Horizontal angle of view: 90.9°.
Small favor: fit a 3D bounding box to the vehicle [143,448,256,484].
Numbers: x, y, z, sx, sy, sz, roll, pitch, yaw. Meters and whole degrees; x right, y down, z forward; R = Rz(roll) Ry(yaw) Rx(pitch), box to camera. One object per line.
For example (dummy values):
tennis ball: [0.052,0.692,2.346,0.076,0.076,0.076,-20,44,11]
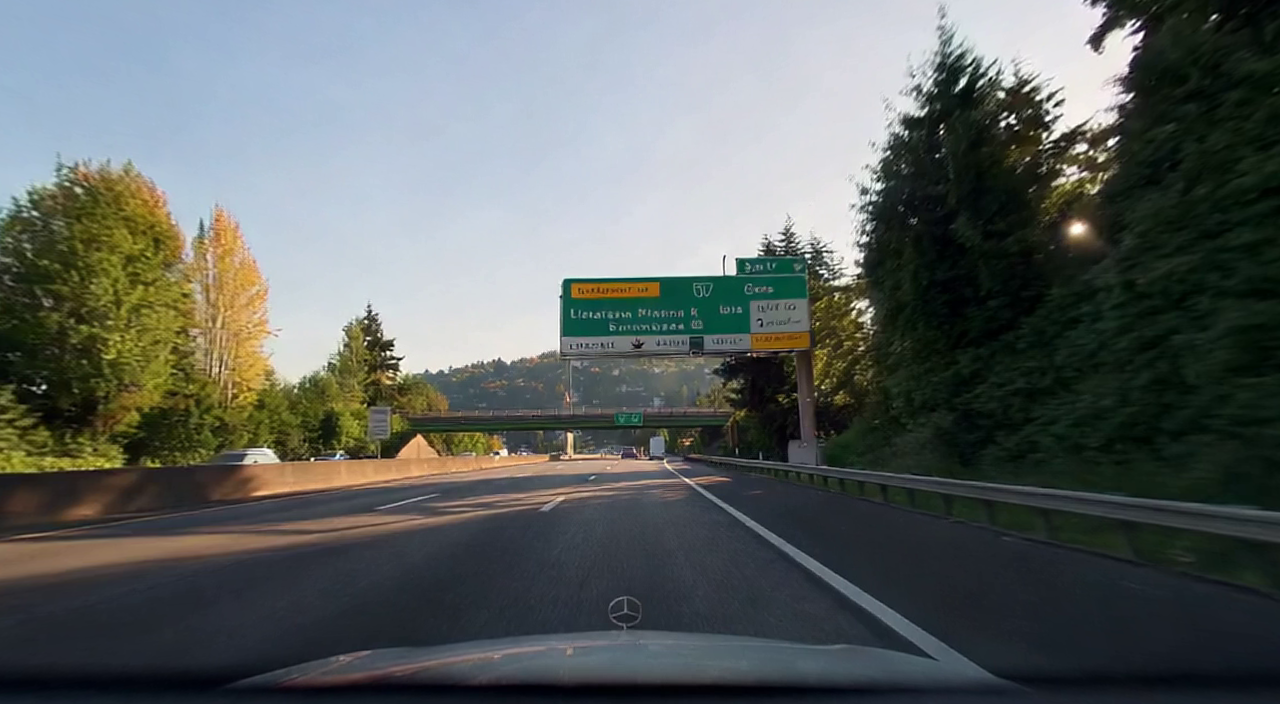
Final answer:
vehicle: [-20.201,5.227,29.207,1.902,1.505,4.575,0,-9,0]
